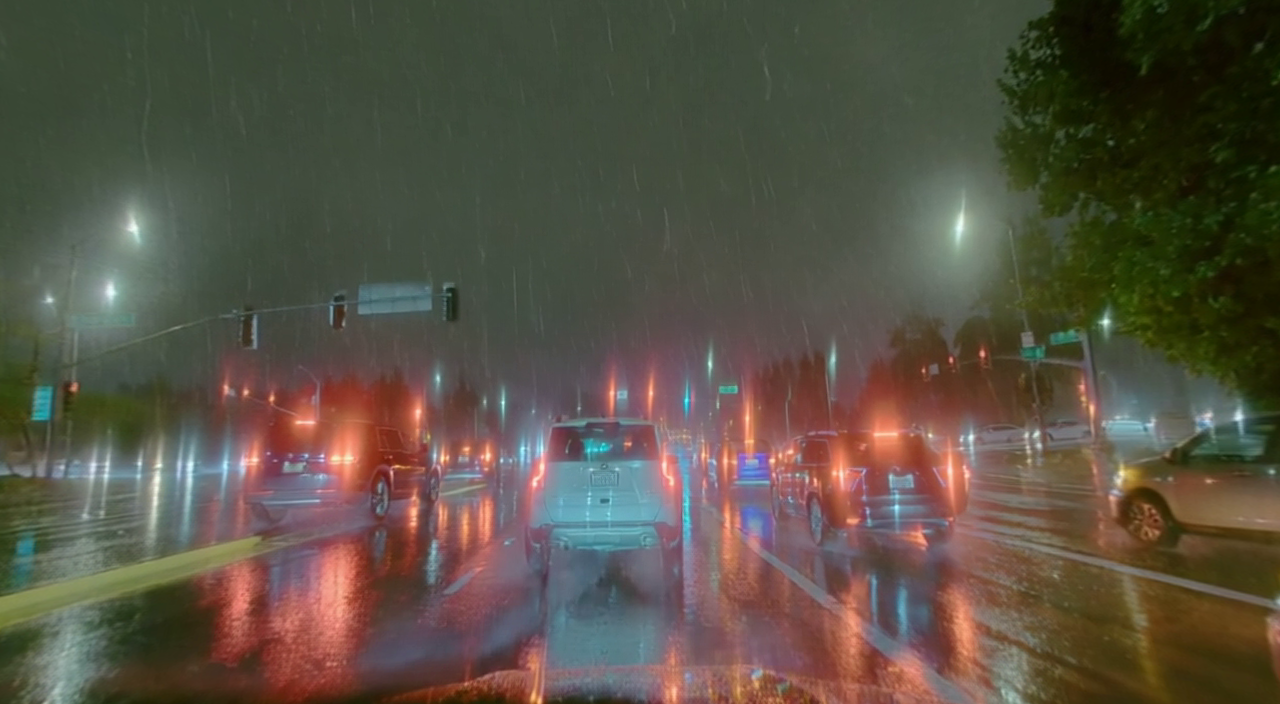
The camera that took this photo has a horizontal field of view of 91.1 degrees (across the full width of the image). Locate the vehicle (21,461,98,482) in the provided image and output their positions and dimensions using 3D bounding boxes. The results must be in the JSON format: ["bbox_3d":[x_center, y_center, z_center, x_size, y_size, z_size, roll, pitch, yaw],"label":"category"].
[{"bbox_3d":[-45.662,9.387,49.385,4.232,1.498,1.791,0,-9,1],"label":"vehicle"}]

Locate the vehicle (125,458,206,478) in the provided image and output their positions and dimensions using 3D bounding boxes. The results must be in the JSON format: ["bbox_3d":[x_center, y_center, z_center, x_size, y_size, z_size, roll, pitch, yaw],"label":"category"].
[{"bbox_3d":[-37.334,9.148,49.461,4.914,1.487,1.850,0,-9,1],"label":"vehicle"}]

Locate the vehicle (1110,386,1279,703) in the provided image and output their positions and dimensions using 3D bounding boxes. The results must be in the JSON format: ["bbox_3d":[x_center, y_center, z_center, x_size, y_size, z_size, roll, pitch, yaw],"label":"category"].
[{"bbox_3d":[3.303,0.673,0.839,1.980,1.515,4.362,0,-9,1],"label":"vehicle"}]

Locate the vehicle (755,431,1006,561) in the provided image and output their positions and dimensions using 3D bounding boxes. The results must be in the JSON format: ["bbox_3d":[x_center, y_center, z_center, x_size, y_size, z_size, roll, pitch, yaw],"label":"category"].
[{"bbox_3d":[3.166,1.986,9.469,1.971,1.473,4.495,0,-9,0],"label":"vehicle"}]

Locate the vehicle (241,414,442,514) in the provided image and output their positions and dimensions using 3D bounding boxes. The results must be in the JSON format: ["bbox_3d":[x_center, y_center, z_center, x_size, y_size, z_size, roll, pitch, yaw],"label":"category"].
[{"bbox_3d":[-6.722,2.588,14.986,2.214,1.953,5.017,0,-9,1],"label":"vehicle"}]

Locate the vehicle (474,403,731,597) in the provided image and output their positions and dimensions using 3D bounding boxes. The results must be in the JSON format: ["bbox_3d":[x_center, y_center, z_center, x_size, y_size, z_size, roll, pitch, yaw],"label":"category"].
[{"bbox_3d":[-0.310,1.604,7.625,2.256,1.694,4.055,0,-9,1],"label":"vehicle"}]
